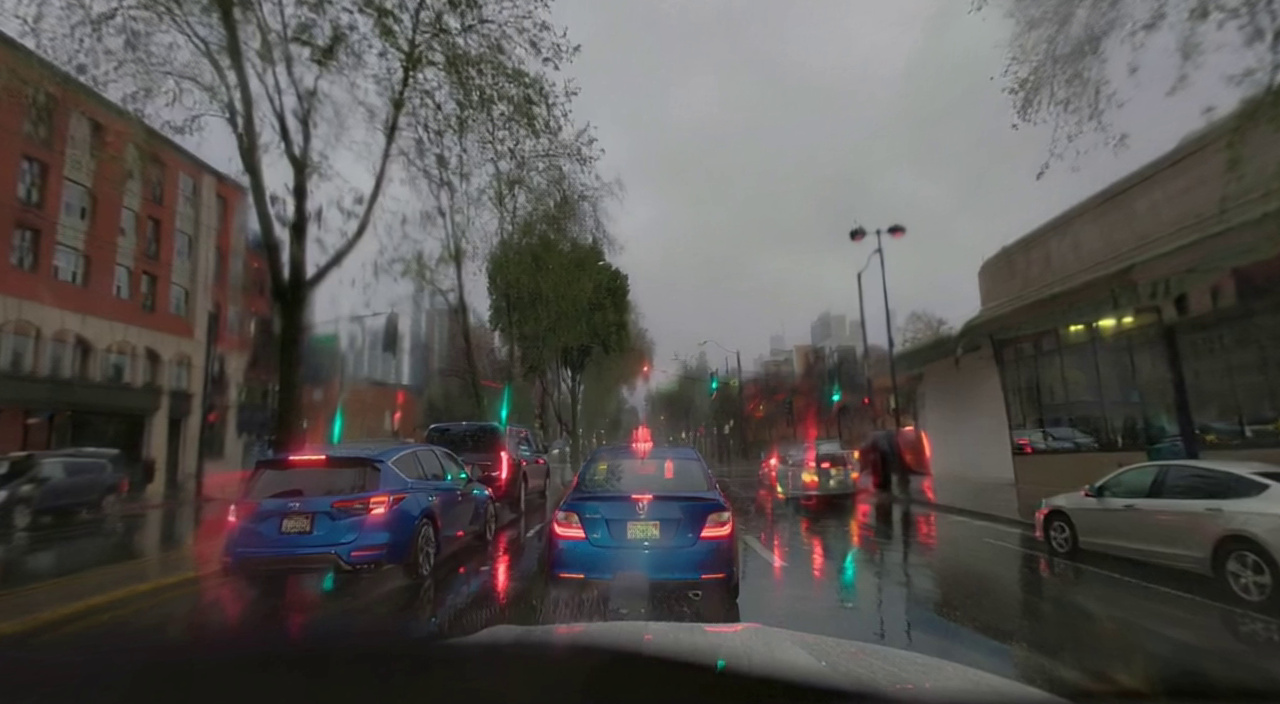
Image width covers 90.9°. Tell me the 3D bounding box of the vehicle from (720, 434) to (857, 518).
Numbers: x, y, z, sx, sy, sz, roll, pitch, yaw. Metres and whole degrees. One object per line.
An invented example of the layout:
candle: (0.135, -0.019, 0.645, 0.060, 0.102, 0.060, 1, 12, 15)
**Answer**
vehicle: (3.009, 2.610, 13.735, 2.018, 1.529, 3.880, 0, -9, 0)

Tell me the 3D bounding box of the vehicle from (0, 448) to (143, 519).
vehicle: (-16.226, 3.446, 17.014, 1.914, 1.690, 4.461, 0, -9, 1)

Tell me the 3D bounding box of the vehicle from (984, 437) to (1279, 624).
vehicle: (5.975, 1.692, 6.875, 1.873, 1.453, 4.579, 0, -9, 0)

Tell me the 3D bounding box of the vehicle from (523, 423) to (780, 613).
vehicle: (0.093, 1.588, 6.834, 2.022, 1.481, 3.564, 0, -9, 0)

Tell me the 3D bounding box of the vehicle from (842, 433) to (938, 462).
vehicle: (16.375, 6.270, 41.517, 5.345, 1.811, 2.175, 0, -9, -1)

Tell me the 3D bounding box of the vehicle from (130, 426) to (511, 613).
vehicle: (-3.003, 1.665, 7.180, 2.131, 1.486, 4.089, 0, -9, 1)
